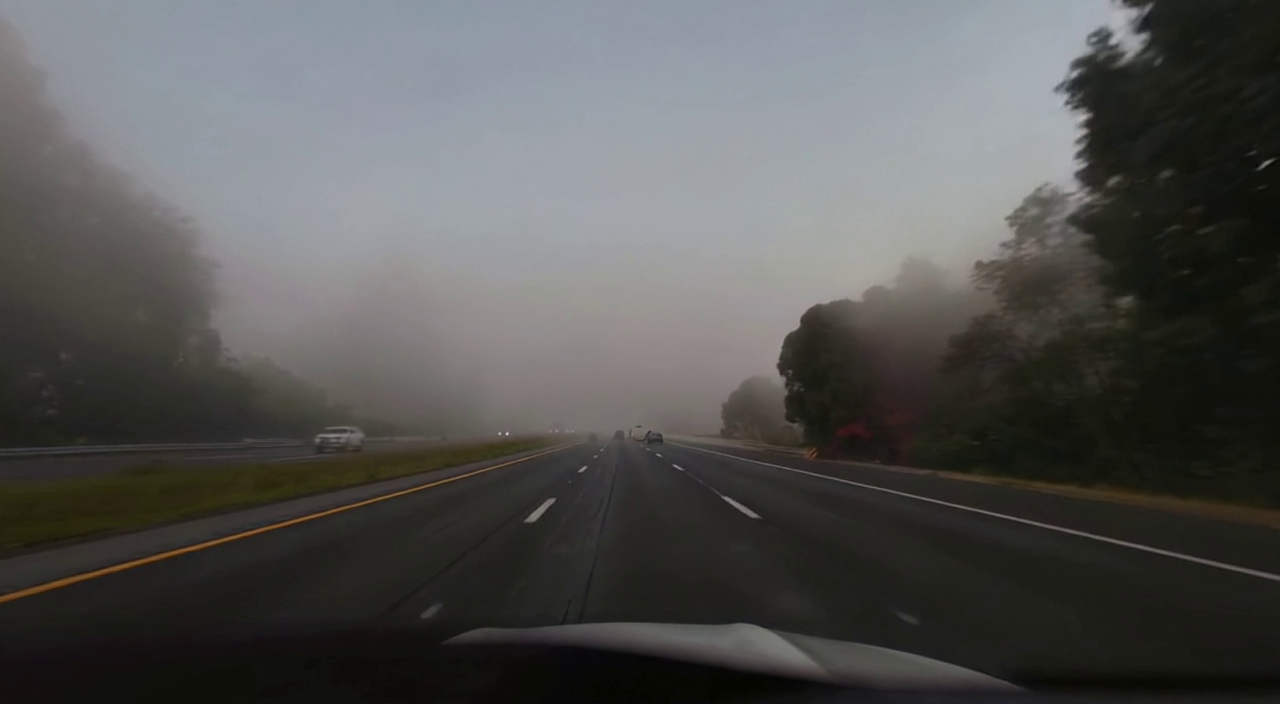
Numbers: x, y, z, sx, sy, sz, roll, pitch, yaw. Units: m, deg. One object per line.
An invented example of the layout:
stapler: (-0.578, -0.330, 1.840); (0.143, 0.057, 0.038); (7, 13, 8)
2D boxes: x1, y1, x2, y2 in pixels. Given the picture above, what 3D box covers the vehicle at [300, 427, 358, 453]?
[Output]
vehicle: (-20.046, 5.686, 40.817); (1.893, 1.548, 4.202); (1, -8, -4)
